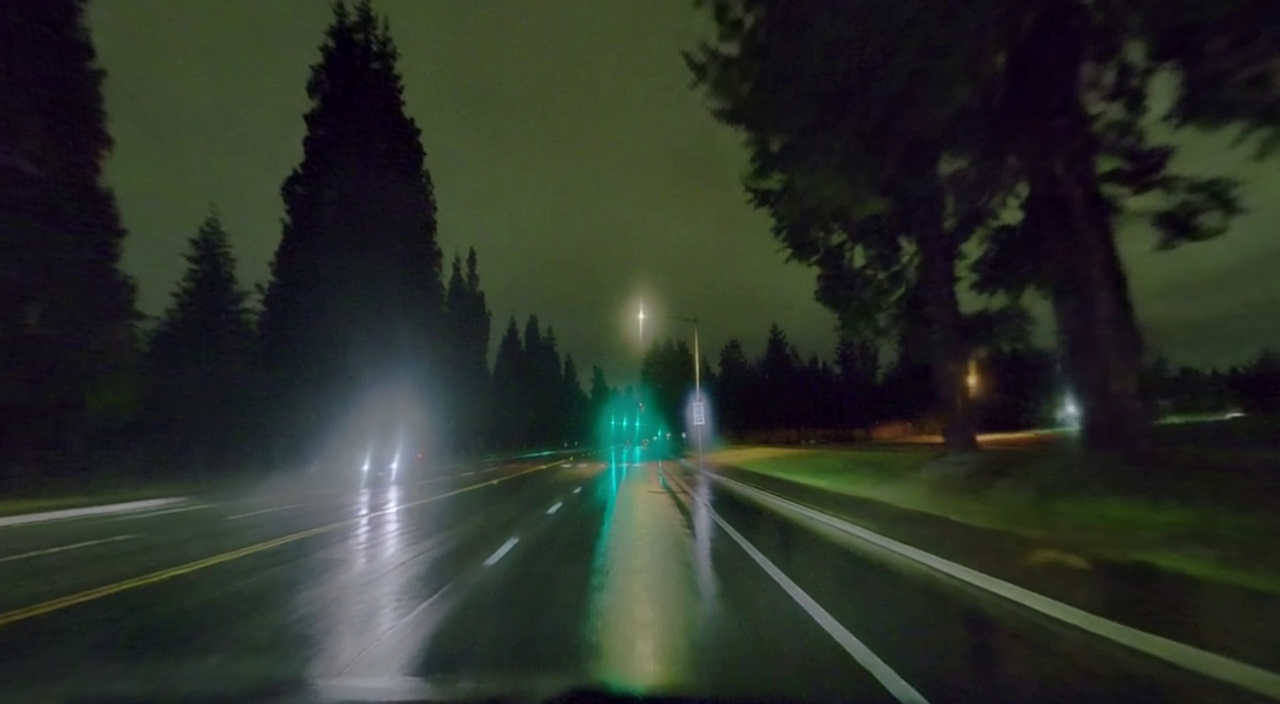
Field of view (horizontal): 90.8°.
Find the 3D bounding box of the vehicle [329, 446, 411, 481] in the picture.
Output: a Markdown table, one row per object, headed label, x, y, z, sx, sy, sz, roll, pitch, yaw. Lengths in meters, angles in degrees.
| label | x | y | z | sx | sy | sz | roll | pitch | yaw |
| --- | --- | --- | --- | --- | --- | --- | --- | --- | --- |
| vehicle | -13.271 | 5.487 | 31.365 | 2.078 | 1.573 | 4.533 | 0 | -8 | 0 |
